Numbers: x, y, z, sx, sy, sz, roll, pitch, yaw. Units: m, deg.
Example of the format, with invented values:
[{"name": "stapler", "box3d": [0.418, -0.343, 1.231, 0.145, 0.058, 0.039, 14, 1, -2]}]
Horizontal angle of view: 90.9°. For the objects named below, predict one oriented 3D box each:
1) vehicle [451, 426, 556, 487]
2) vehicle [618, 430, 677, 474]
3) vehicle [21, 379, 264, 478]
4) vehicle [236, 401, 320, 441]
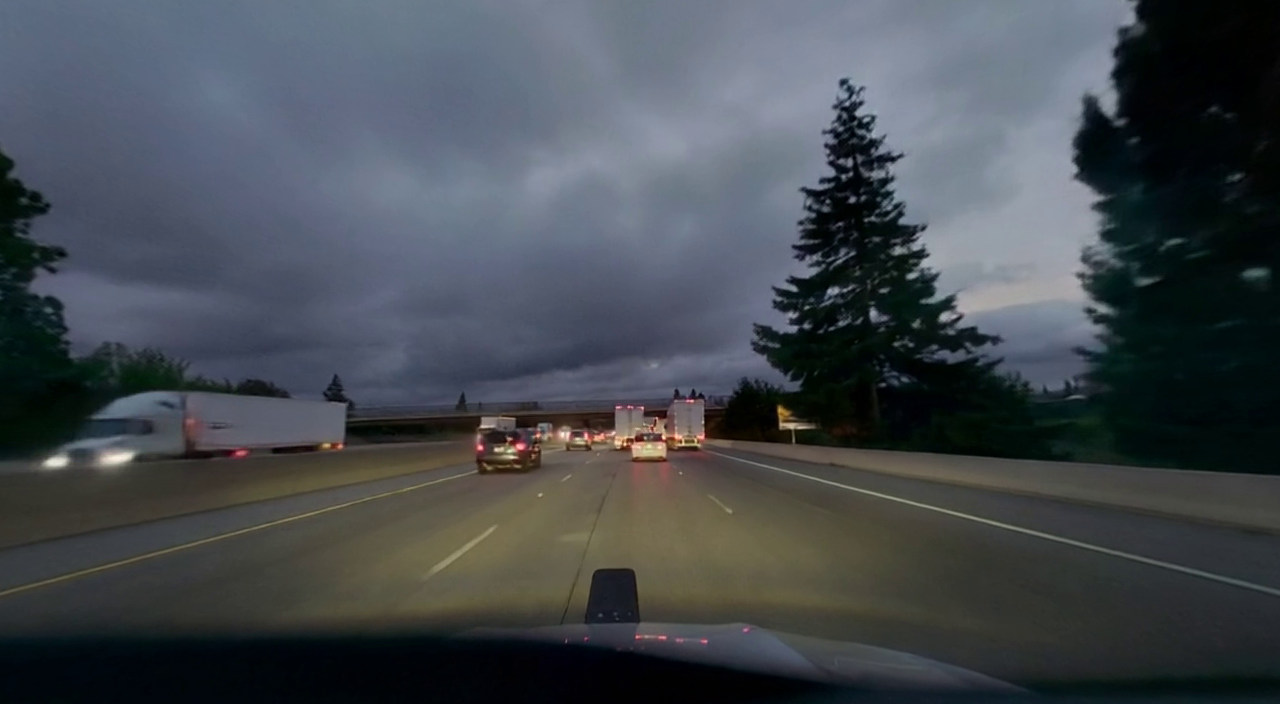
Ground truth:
[{"name": "vehicle", "box3d": [-3.724, 2.935, 18.142, 1.979, 1.527, 4.754, 0, -8, 0]}, {"name": "vehicle", "box3d": [0.213, 3.717, 23.735, 2.059, 1.522, 3.693, 0, -8, -1]}, {"name": "vehicle", "box3d": [-21.224, 3.478, 28.139, 3.038, 3.631, 9.794, 0, -8, -2]}, {"name": "vehicle", "box3d": [-21.433, 4.131, 37.603, 2.198, 2.105, 4.804, -2, -7, 0]}]
